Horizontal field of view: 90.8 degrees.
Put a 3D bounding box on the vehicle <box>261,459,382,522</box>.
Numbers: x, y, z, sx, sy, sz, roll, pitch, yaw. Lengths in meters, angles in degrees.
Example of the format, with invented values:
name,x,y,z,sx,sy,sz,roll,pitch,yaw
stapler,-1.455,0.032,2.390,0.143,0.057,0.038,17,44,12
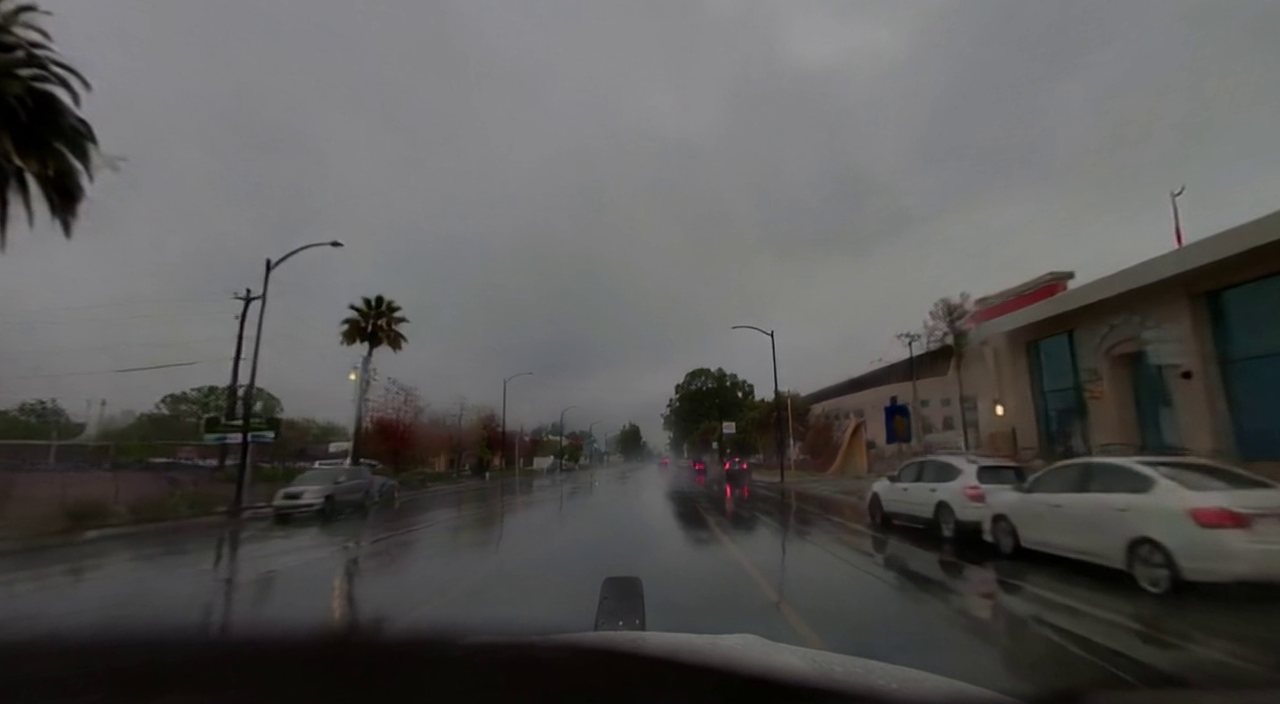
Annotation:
name,x,y,z,sx,sy,sz,roll,pitch,yaw
vehicle,-12.112,5.234,24.549,1.949,2.026,5.141,1,-8,0

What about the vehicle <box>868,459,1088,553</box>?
name,x,y,z,sx,sy,sz,roll,pitch,yaw
vehicle,6.407,2.935,12.756,1.932,1.490,4.598,0,-9,1

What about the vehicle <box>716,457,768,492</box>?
name,x,y,z,sx,sy,sz,roll,pitch,yaw
vehicle,4.724,5.705,29.807,2.067,1.477,4.653,-1,-9,5

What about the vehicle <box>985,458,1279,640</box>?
name,x,y,z,sx,sy,sz,roll,pitch,yaw
vehicle,6.314,2.049,7.612,1.834,1.504,4.331,0,-9,0
